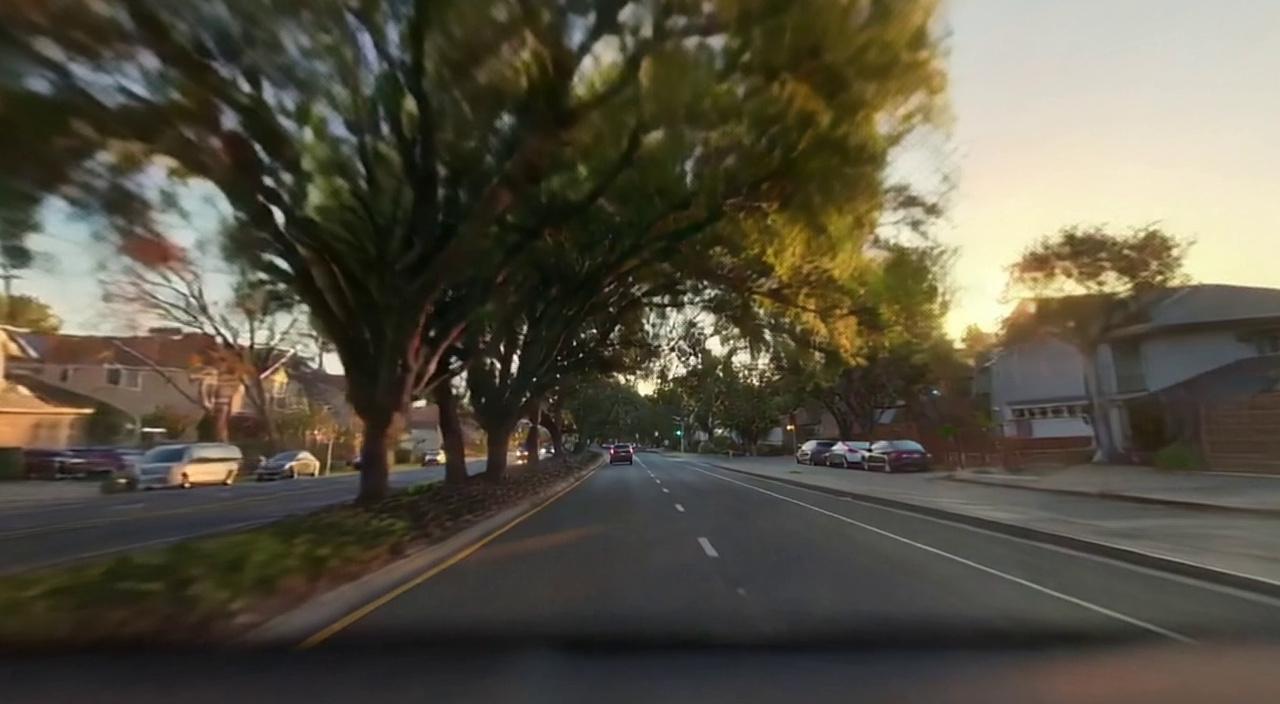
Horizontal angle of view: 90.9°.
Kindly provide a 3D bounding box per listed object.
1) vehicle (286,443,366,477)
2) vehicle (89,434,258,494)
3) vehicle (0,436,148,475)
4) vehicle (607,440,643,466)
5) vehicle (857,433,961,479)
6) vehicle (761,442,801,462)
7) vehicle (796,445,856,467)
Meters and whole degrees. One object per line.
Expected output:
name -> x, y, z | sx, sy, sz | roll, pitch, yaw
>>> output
vehicle -> -15.346, 5.265, 31.061 | 1.884, 1.540, 3.927 | 0, -8, 0
vehicle -> -15.145, 3.646, 20.904 | 2.042, 1.748, 4.584 | 0, -8, 0
vehicle -> -23.326, 4.256, 26.081 | 4.184, 1.528, 1.990 | 1, -8, -3
vehicle -> -0.942, 6.223, 39.029 | 2.113, 1.462, 4.203 | 0, -8, -2
vehicle -> 11.432, 4.440, 27.246 | 2.147, 1.767, 5.125 | 0, -8, -1
vehicle -> 10.940, 7.790, 49.119 | 1.839, 1.445, 4.484 | 0, -8, -3
vehicle -> 11.198, 6.305, 38.324 | 2.015, 1.231, 4.748 | 0, -8, -2
